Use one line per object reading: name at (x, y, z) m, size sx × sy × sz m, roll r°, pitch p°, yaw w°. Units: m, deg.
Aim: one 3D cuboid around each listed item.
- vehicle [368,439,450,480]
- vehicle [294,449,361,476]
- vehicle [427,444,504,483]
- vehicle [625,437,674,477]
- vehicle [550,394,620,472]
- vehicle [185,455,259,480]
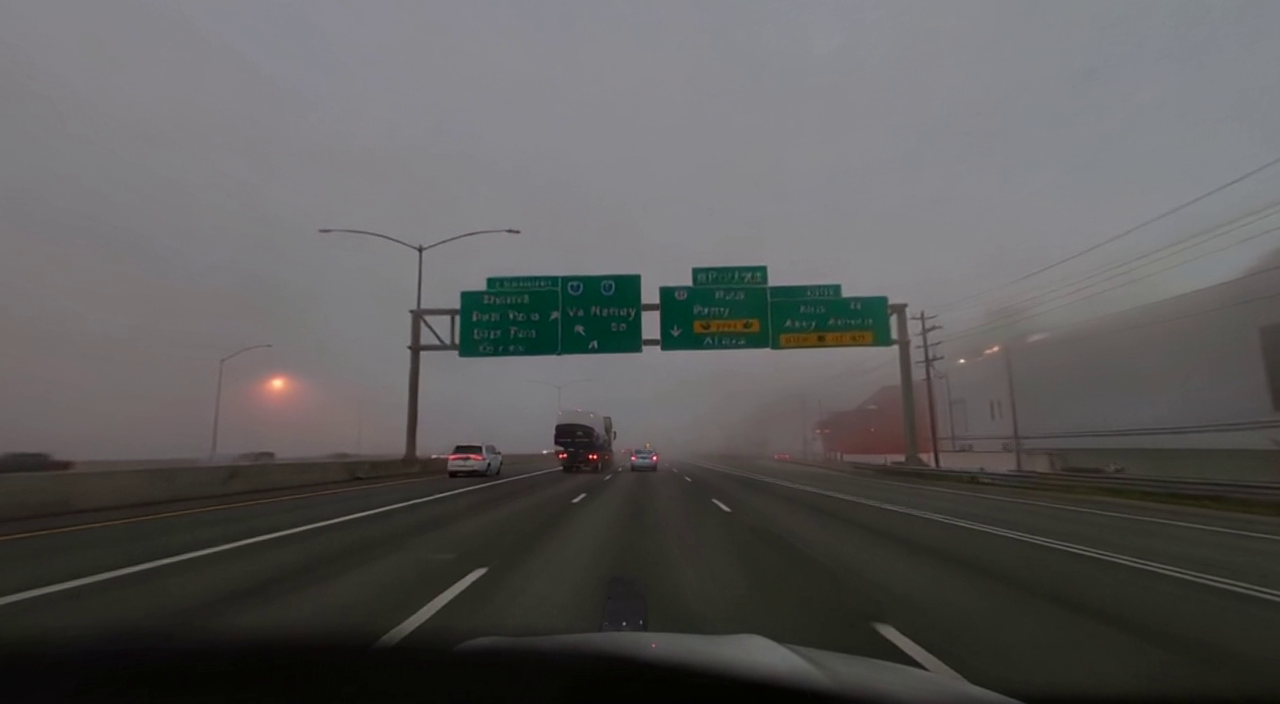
vehicle at (-10.320, 4.817, 28.542) m, size 1.997 × 1.692 × 4.294 m, roll 0°, pitch -8°, yaw 1°
vehicle at (-19.539, 6.907, 39.630) m, size 1.958 × 1.504 × 4.309 m, roll 0°, pitch -8°, yaw 1°
vehicle at (-7.193, 4.606, 26.485) m, size 1.945 × 1.482 × 4.109 m, roll 0°, pitch -8°, yaw 2°
vehicle at (0.464, 5.250, 31.761) m, size 2.279 × 1.837 × 4.747 m, roll 0°, pitch -8°, yaw 0°
vehicle at (-3.307, 5.736, 43.432) m, size 2.888 × 4.308 × 16.259 m, roll 0°, pitch -8°, yaw 2°
vehicle at (-26.472, 7.298, 40.142) m, size 1.765 × 1.427 × 4.213 m, roll 0°, pitch -8°, yaw 1°
